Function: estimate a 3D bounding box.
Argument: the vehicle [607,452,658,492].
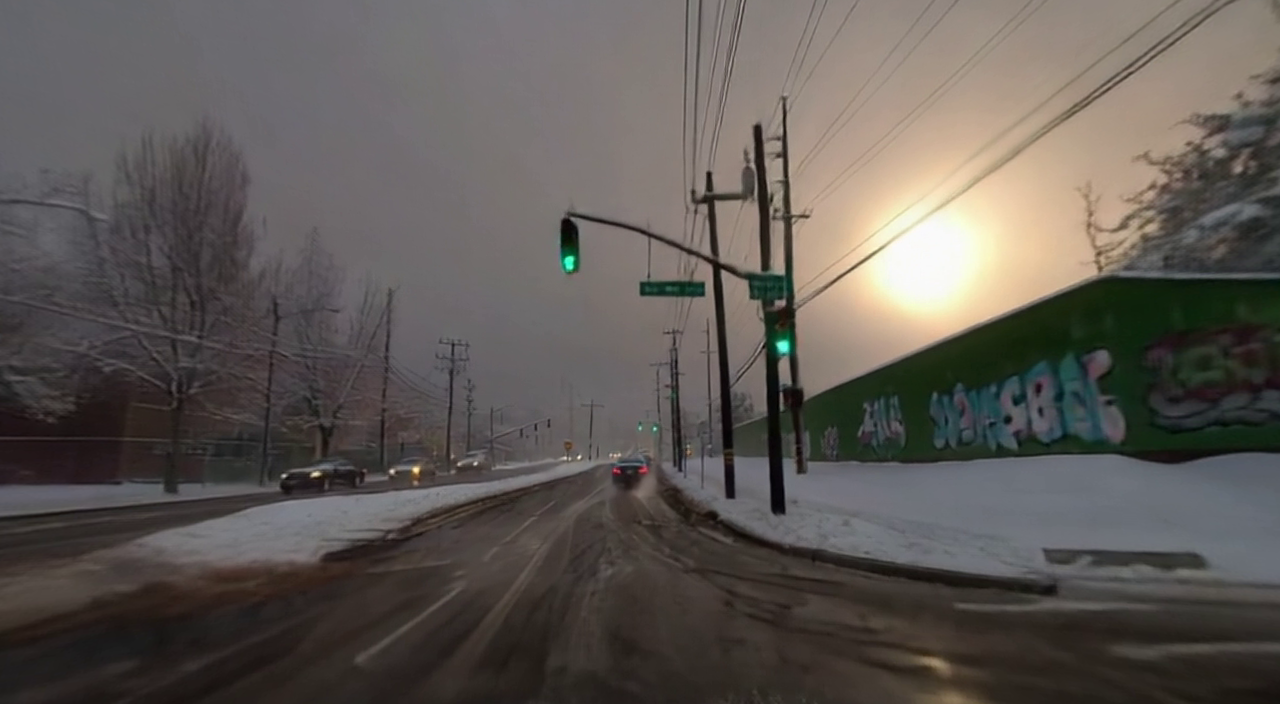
[{"bbox_3d":[-0.307,5.299,28.245,2.105,1.611,3.750,1,-9,0],"label":"vehicle"}]

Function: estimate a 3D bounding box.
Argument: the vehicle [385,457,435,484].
[{"bbox_3d":[-15.888,8.187,43.857,1.841,1.658,3.953,1,-9,1],"label":"vehicle"}]

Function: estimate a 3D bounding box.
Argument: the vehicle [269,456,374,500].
[{"bbox_3d":[-12.969,5.136,26.076,1.992,1.585,4.375,1,-9,1],"label":"vehicle"}]
